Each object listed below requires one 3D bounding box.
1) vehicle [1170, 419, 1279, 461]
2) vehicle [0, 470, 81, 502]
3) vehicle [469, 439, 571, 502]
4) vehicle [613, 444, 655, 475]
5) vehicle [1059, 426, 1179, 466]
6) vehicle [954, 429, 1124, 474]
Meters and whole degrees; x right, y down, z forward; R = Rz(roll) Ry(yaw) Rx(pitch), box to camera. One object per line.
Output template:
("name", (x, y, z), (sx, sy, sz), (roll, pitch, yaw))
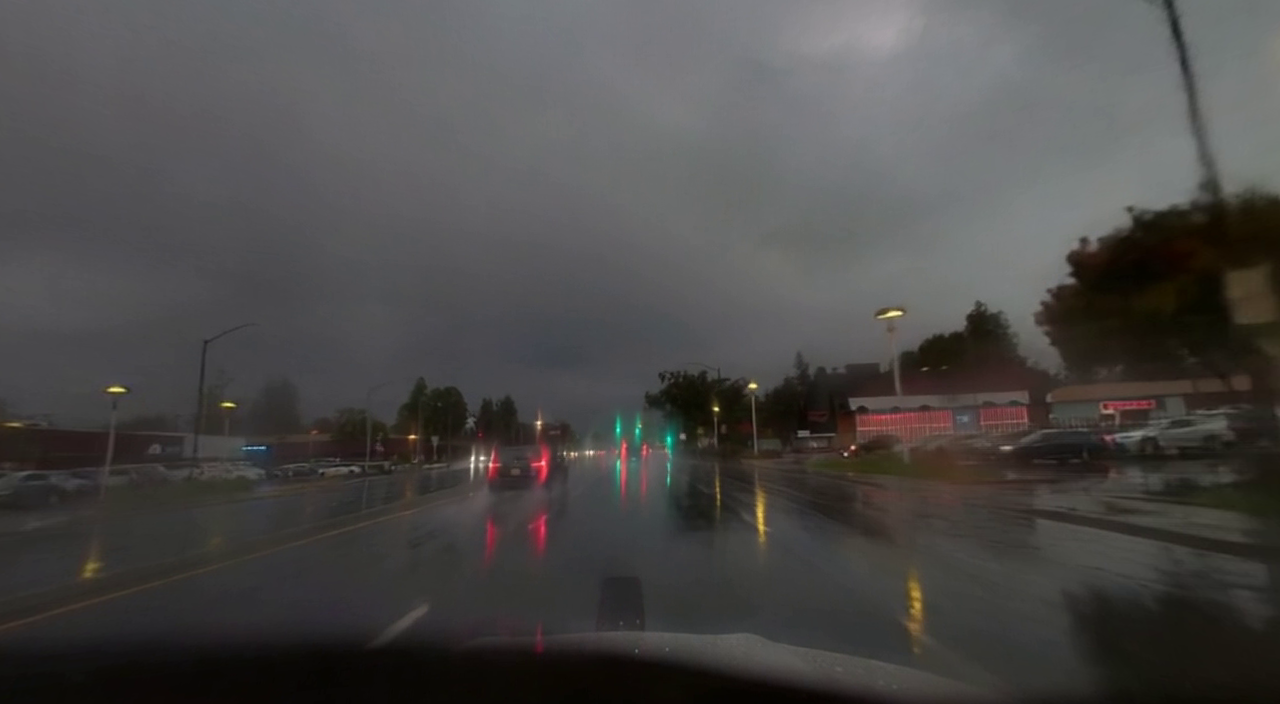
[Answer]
("vehicle", (25.032, 3.610, 25.831), (4.514, 1.606, 2.128), (0, -9, 1))
("vehicle", (-30.667, 6.522, 30.802), (4.570, 1.428, 2.098), (0, -9, 0))
("vehicle", (-3.161, 3.206, 17.499), (1.939, 1.496, 4.309), (0, -9, 0))
("vehicle", (-0.306, 5.402, 31.953), (2.019, 1.459, 4.005), (0, -9, -1))
("vehicle", (19.278, 3.828, 25.607), (1.813, 1.503, 3.864), (0, -9, 0))
("vehicle", (14.069, 3.525, 22.446), (4.630, 1.497, 2.016), (0, -9, 1))
